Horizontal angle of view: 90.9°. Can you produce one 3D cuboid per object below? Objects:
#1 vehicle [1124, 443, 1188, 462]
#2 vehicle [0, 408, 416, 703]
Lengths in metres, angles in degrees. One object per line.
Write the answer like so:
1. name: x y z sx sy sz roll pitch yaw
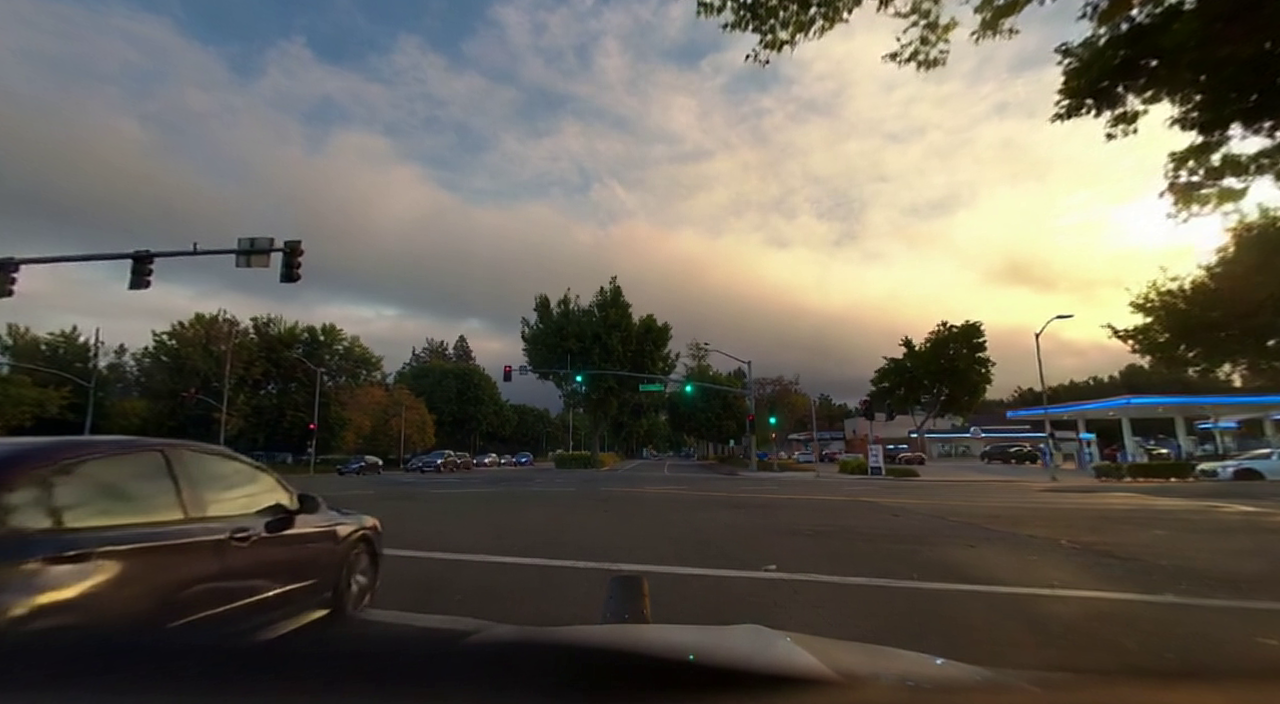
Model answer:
1. vehicle: 40.480 7.877 49.497 3.518 1.433 1.763 1 -9 -5
2. vehicle: -3.022 1.108 3.179 2.041 1.483 4.533 0 -9 1
